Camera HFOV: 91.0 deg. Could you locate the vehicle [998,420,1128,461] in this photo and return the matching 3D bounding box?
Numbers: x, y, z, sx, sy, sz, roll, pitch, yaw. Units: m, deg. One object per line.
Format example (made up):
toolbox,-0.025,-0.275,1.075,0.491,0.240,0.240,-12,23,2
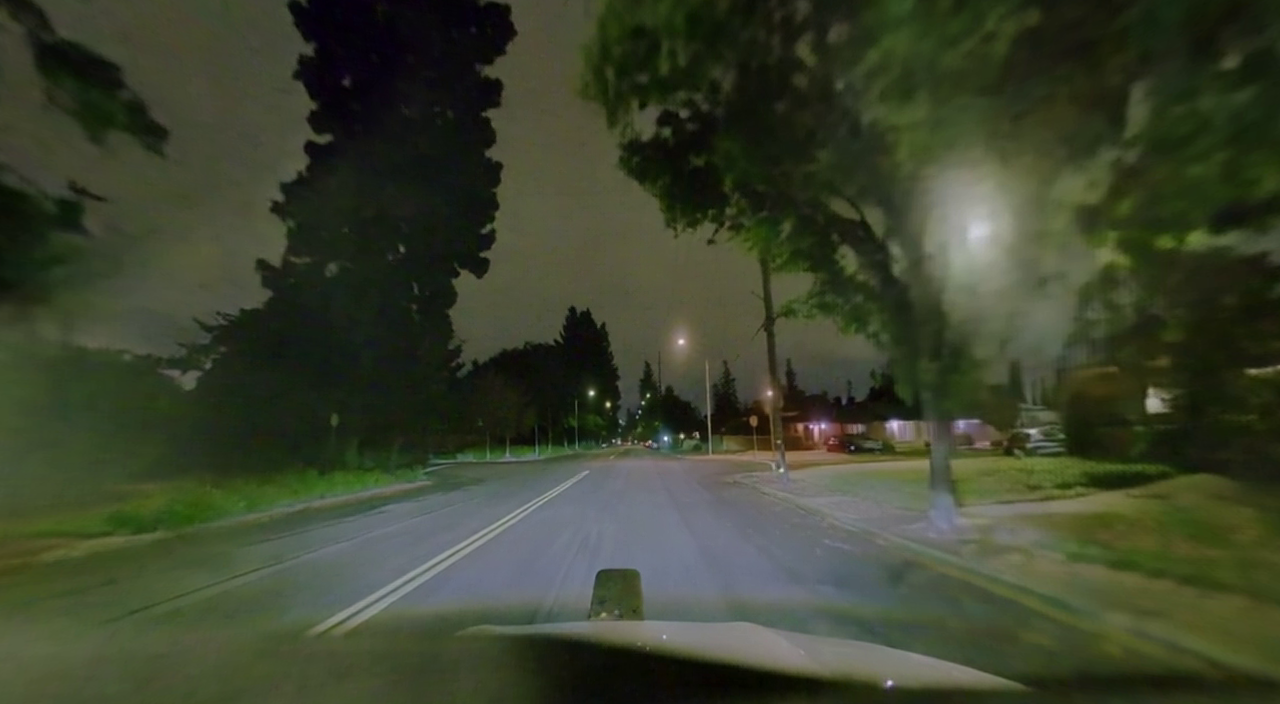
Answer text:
vehicle,16.447,3.510,24.824,1.783,1.431,4.757,0,-8,-1
